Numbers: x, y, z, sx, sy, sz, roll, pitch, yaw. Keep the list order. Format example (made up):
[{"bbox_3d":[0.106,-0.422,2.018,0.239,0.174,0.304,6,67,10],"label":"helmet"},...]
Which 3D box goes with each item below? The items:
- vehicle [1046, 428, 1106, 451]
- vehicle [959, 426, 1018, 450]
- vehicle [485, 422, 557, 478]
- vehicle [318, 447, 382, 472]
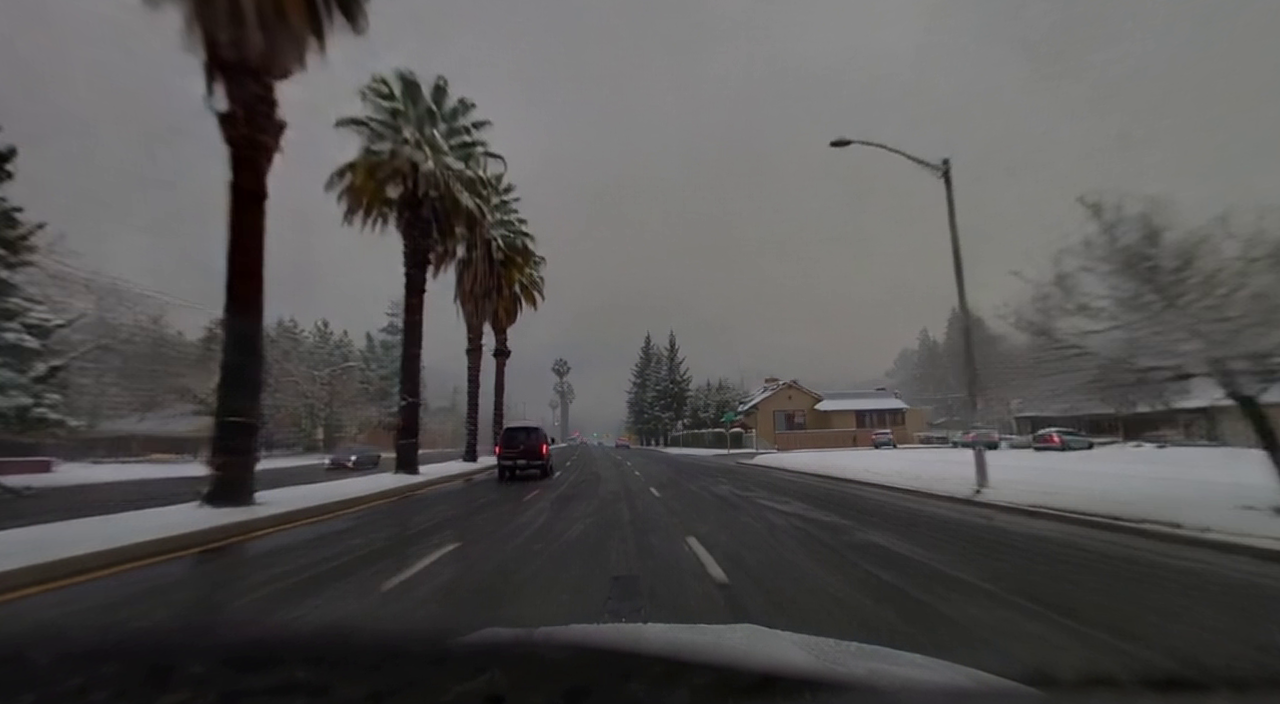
[{"bbox_3d":[29.977,6.015,43.137,4.384,1.501,2.020,7,-11,-37],"label":"vehicle"},{"bbox_3d":[26.418,6.531,47.521,4.520,1.746,2.295,7,-11,-40],"label":"vehicle"},{"bbox_3d":[-5.111,4.342,27.921,2.507,2.161,6.049,1,-9,-5],"label":"vehicle"},{"bbox_3d":[-18.064,6.705,39.342,2.030,1.459,4.695,1,-9,-4],"label":"vehicle"}]
